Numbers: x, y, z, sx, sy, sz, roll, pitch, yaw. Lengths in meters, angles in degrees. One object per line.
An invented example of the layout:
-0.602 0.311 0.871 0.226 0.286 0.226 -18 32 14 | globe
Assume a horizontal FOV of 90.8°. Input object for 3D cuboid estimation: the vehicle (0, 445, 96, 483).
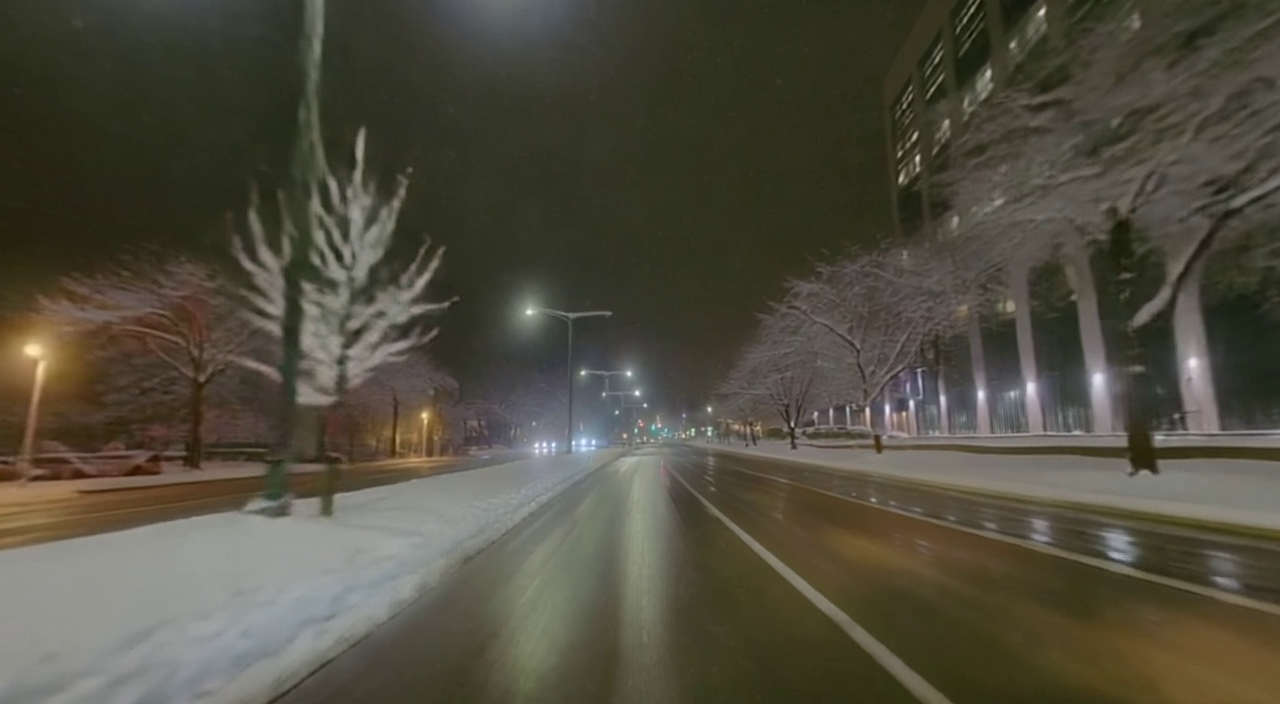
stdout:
-29.445 5.430 30.512 4.470 1.480 1.989 -4 -10 -1 | vehicle
